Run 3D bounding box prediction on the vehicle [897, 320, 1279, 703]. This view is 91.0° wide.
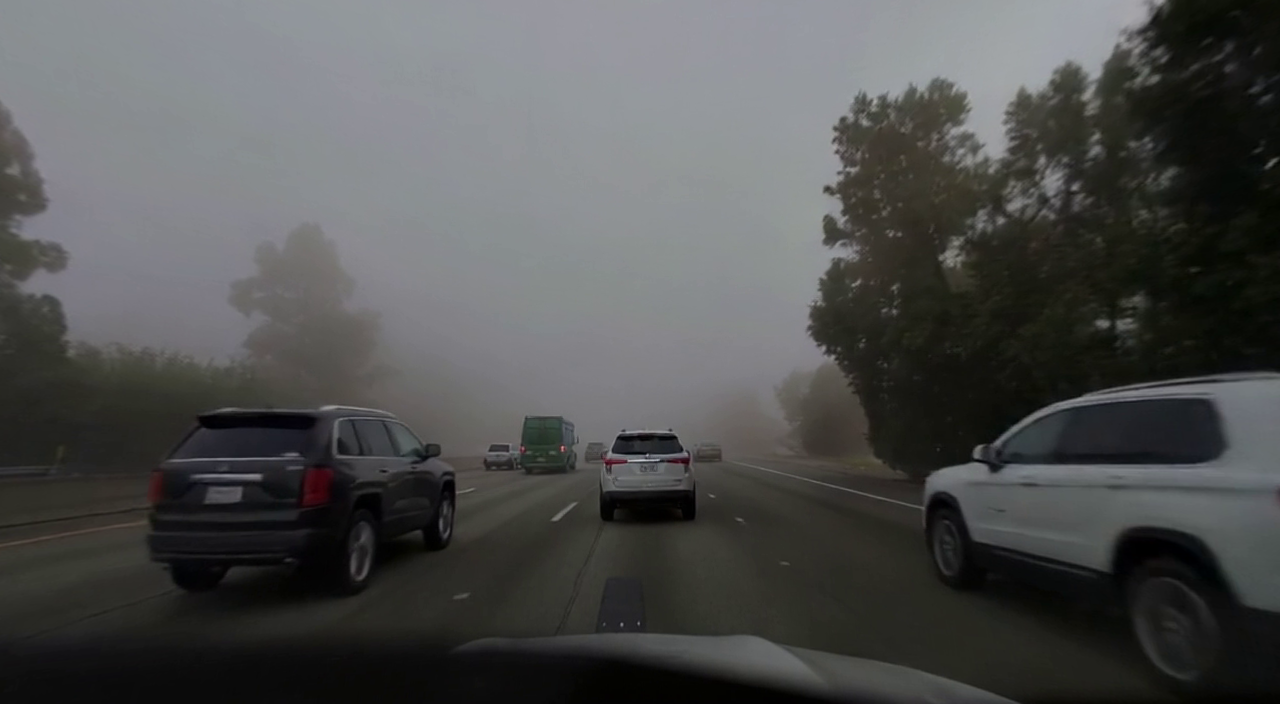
[{"bbox_3d":[3.854,0.995,4.120,2.175,1.830,5.173,0,-8,0],"label":"vehicle"}]

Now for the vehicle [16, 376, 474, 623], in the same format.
[{"bbox_3d":[-3.473,1.395,6.835,2.142,1.808,4.266,0,-8,0],"label":"vehicle"}]

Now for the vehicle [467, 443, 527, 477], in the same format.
[{"bbox_3d":[-6.829,5.183,30.473,1.877,1.490,4.141,0,-8,1],"label":"vehicle"}]

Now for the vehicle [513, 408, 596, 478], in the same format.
[{"bbox_3d":[-3.124,3.530,24.450,2.359,2.399,5.500,0,-8,1],"label":"vehicle"}]

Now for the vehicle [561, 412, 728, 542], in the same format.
[{"bbox_3d":[0.040,1.983,10.559,2.223,1.722,4.177,0,-8,0],"label":"vehicle"}]
